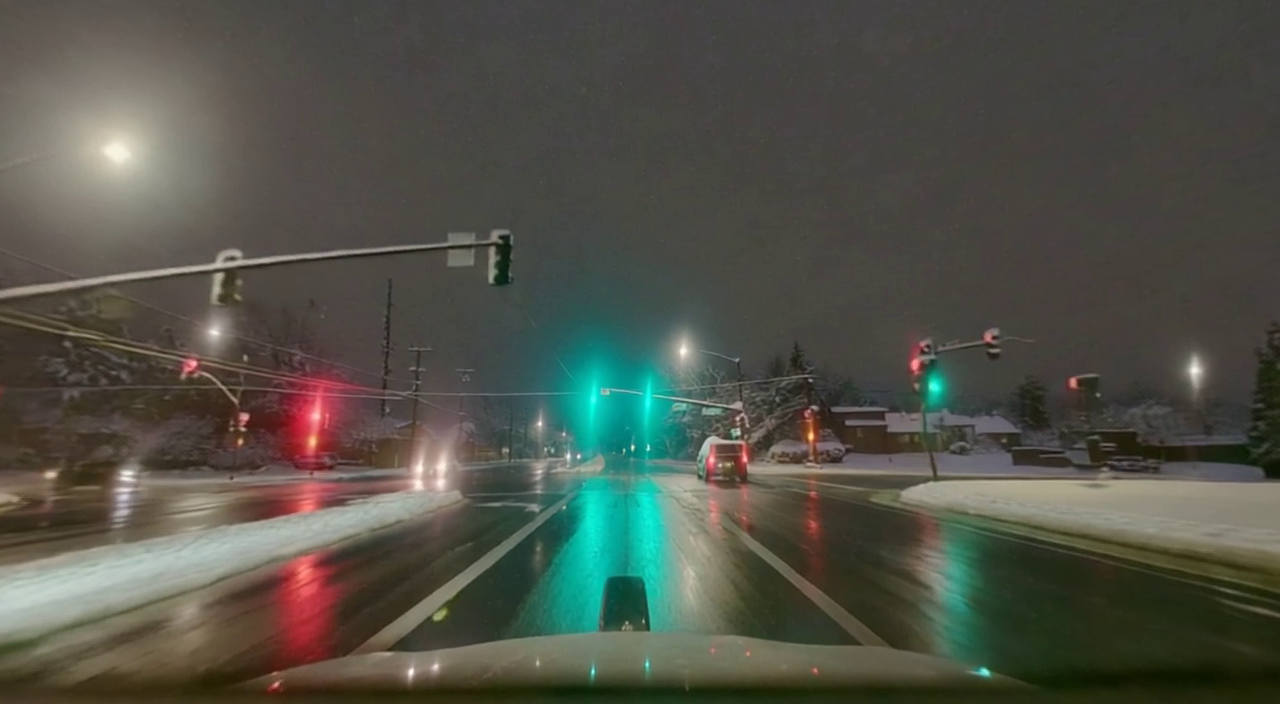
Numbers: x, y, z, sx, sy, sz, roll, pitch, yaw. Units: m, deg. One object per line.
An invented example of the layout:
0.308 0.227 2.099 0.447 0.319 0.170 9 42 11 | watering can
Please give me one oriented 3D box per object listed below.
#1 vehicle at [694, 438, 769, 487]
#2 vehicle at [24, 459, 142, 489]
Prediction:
3.561 4.393 25.400 2.240 1.781 4.433 0 -8 -2 | vehicle
-29.972 6.537 34.022 4.447 1.499 1.984 0 -8 -1 | vehicle
